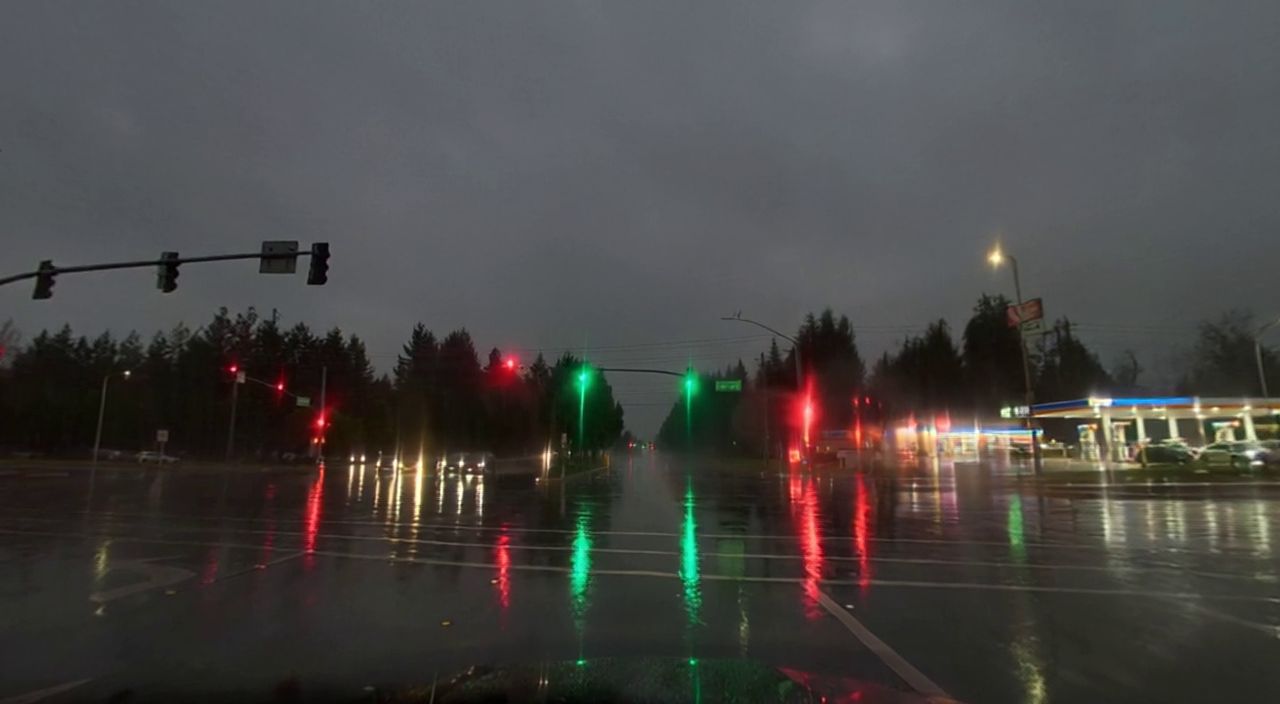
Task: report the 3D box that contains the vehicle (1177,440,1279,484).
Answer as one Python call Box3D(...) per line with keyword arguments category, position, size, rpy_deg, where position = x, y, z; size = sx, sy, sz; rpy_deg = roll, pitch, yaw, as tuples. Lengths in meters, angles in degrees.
Box3D(category="vehicle", position=(22.090, 3.781, 21.836), size=(4.716, 1.455, 2.060), rpy_deg=(-3, -9, 17))
